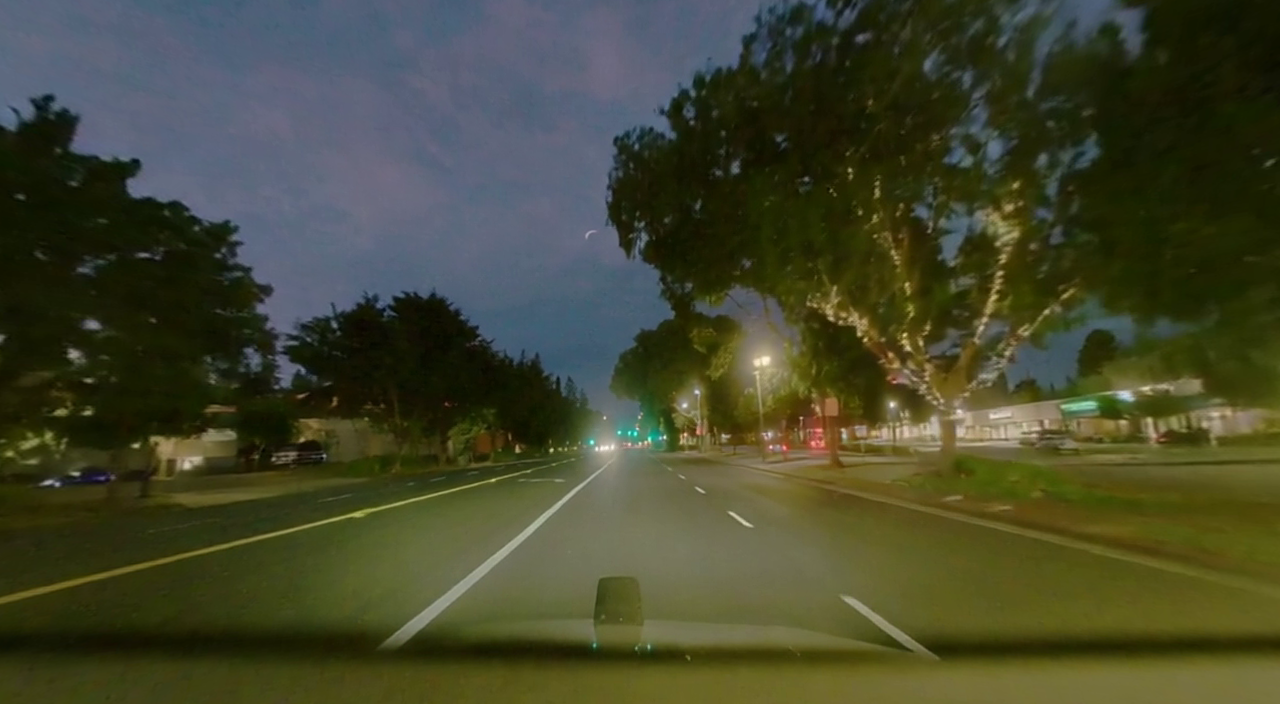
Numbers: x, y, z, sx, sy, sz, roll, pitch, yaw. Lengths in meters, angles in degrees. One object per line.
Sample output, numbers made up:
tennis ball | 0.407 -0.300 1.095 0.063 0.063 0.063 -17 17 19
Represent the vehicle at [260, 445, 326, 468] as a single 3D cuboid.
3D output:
vehicle | -23.908 7.195 43.598 3.548 1.544 1.641 0 -8 1
